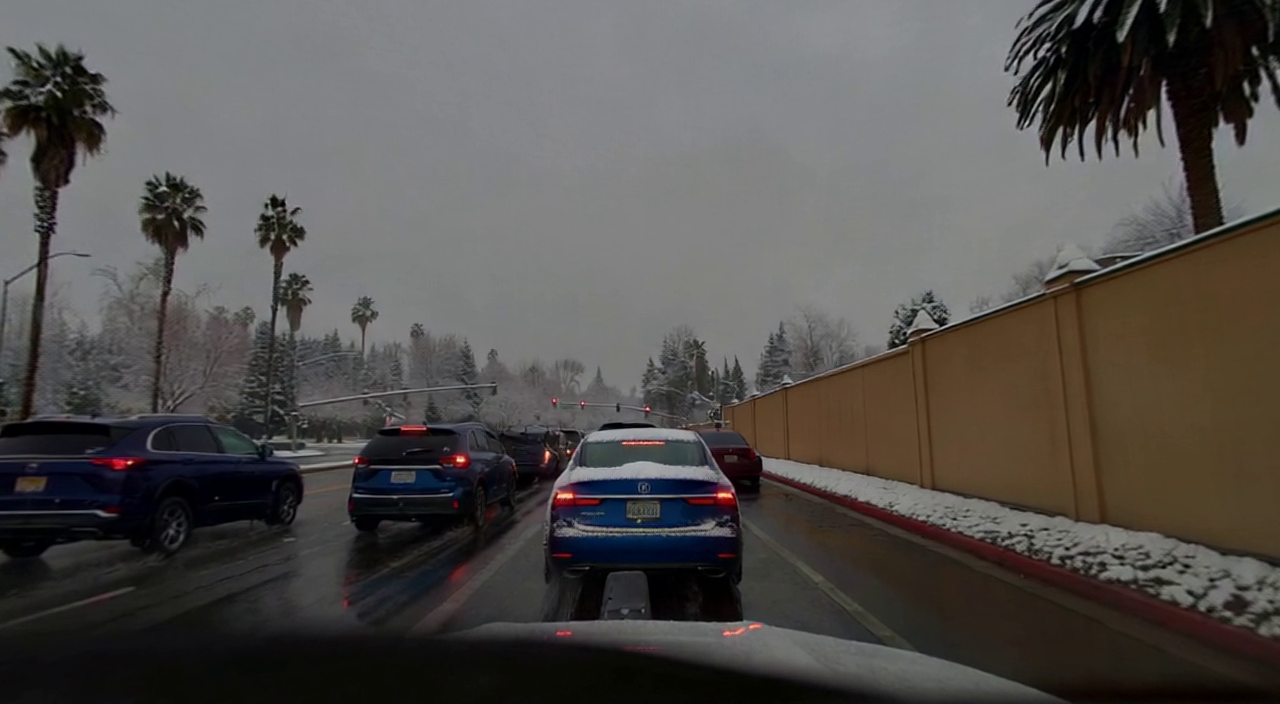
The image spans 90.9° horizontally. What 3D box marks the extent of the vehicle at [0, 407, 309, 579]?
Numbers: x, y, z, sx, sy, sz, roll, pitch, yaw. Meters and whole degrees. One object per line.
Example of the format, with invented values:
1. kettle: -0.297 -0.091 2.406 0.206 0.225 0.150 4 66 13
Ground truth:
1. vehicle: -6.684 1.748 8.622 1.963 1.721 4.467 0 -8 -2

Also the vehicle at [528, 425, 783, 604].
1. vehicle: 0.062 1.674 7.467 2.128 1.473 4.272 0 -8 -2

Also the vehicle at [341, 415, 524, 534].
1. vehicle: -3.471 2.123 11.503 2.007 1.746 4.136 0 -8 -2
